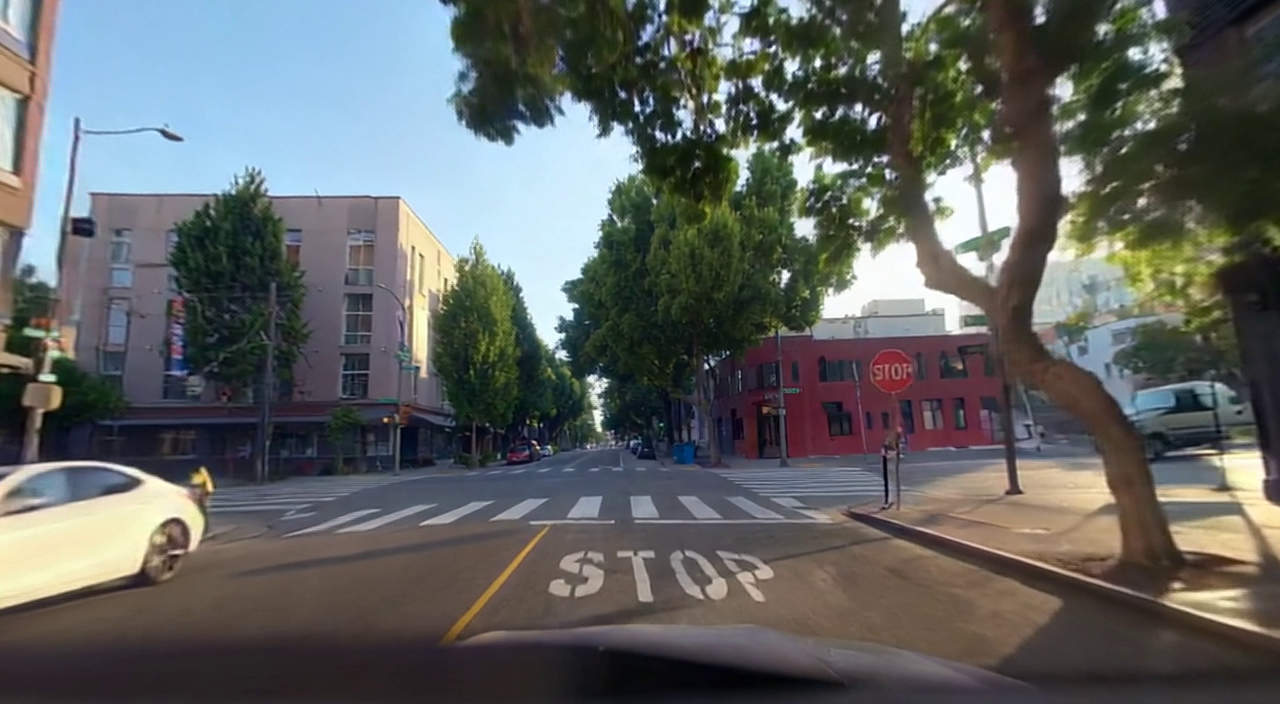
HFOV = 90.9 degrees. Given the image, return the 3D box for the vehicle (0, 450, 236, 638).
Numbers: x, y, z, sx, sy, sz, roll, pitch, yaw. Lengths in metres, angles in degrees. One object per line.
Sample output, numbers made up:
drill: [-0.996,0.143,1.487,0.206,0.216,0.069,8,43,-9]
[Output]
vehicle: [-6.063,1.653,5.700,1.874,1.460,4.495,0,-8,-1]

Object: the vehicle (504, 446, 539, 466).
vehicle: [-9.181,8.099,49.218,2.033,1.491,4.298,0,-8,-1]
